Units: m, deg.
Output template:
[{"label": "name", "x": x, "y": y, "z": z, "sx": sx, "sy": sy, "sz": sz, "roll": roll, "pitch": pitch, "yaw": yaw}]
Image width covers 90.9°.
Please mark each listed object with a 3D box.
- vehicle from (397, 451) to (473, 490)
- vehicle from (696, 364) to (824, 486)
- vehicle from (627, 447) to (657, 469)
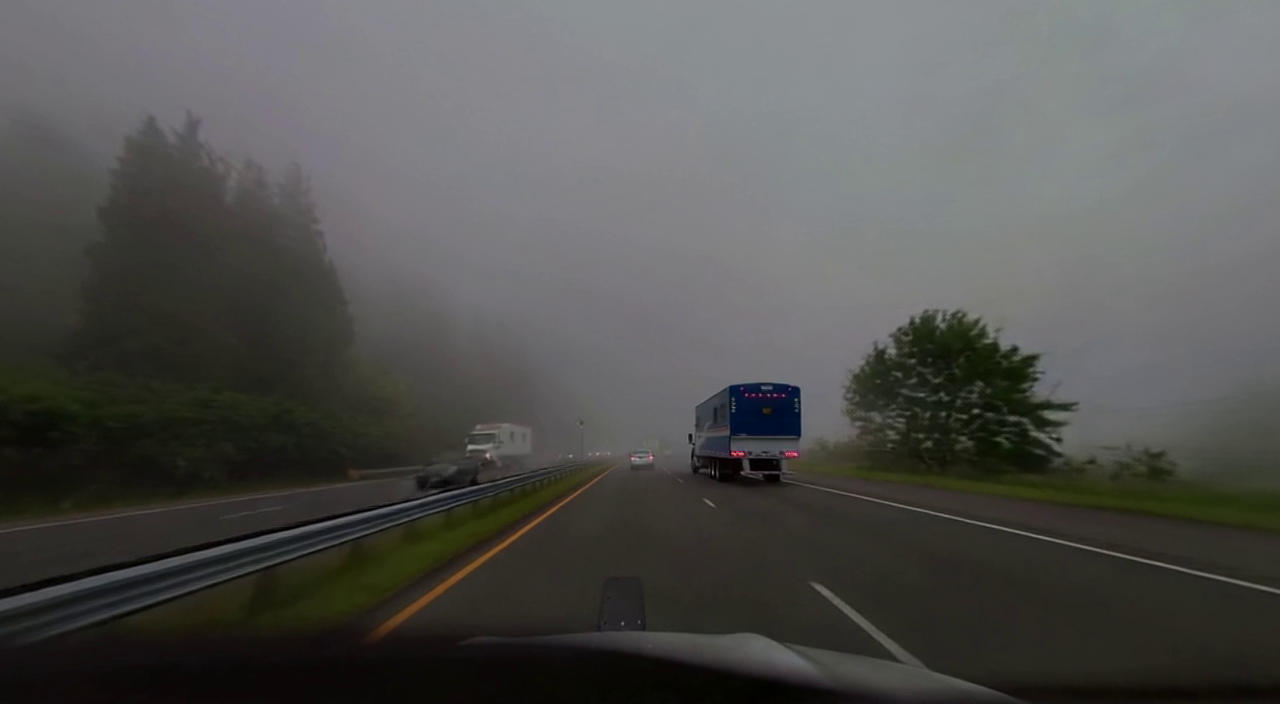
[{"label": "vehicle", "x": -8.390, "y": 4.866, "z": 26.158, "sx": 1.803, "sy": 1.449, "sz": 3.902, "roll": 0, "pitch": -9, "yaw": 0}, {"label": "vehicle", "x": 4.684, "y": 3.553, "z": 28.476, "sx": 2.939, "sy": 4.129, "sz": 14.300, "roll": 0, "pitch": -9, "yaw": 0}, {"label": "vehicle", "x": 0.124, "y": 7.163, "z": 42.563, "sx": 1.926, "sy": 1.386, "sz": 3.615, "roll": 0, "pitch": -9, "yaw": 0}]
